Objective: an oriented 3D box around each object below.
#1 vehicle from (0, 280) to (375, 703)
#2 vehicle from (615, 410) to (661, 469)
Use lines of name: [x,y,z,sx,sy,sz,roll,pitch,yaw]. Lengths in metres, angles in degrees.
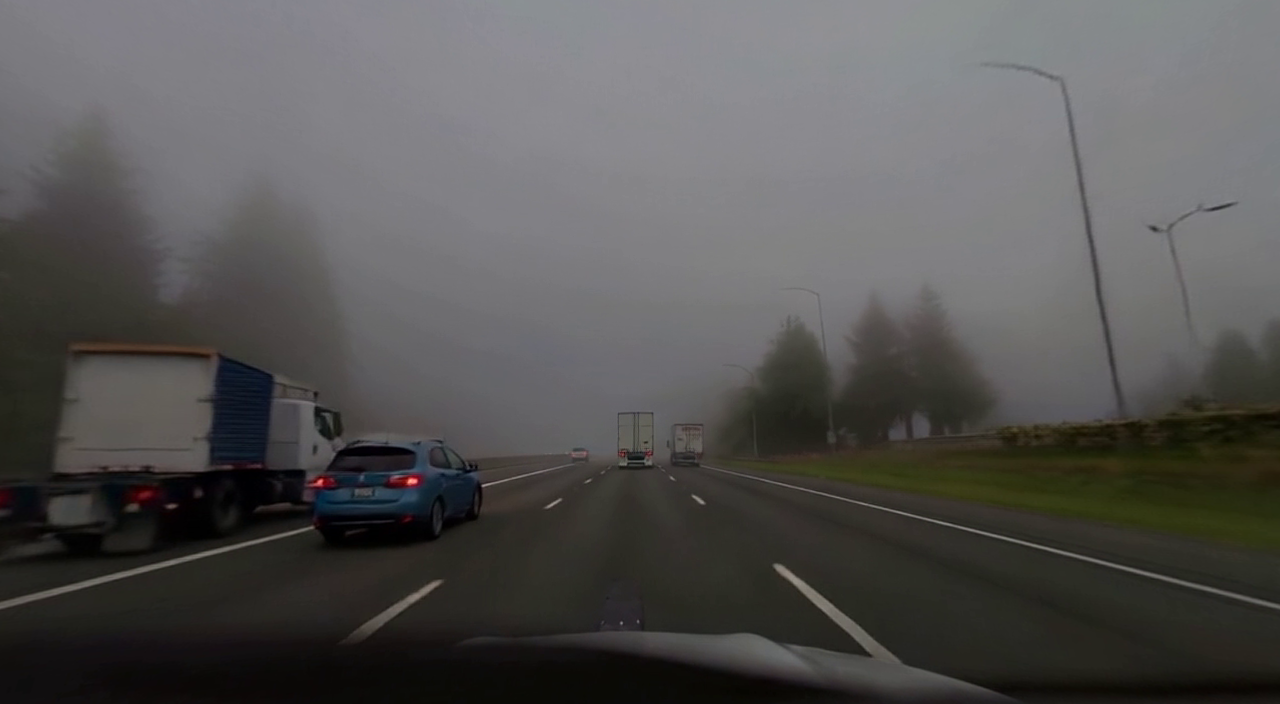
vehicle: [-3.918,0.972,5.043,2.033,2.234,3.490,0,-9,-1]
vehicle: [-0.138,6.880,49.096,3.201,4.019,10.918,0,-9,0]
